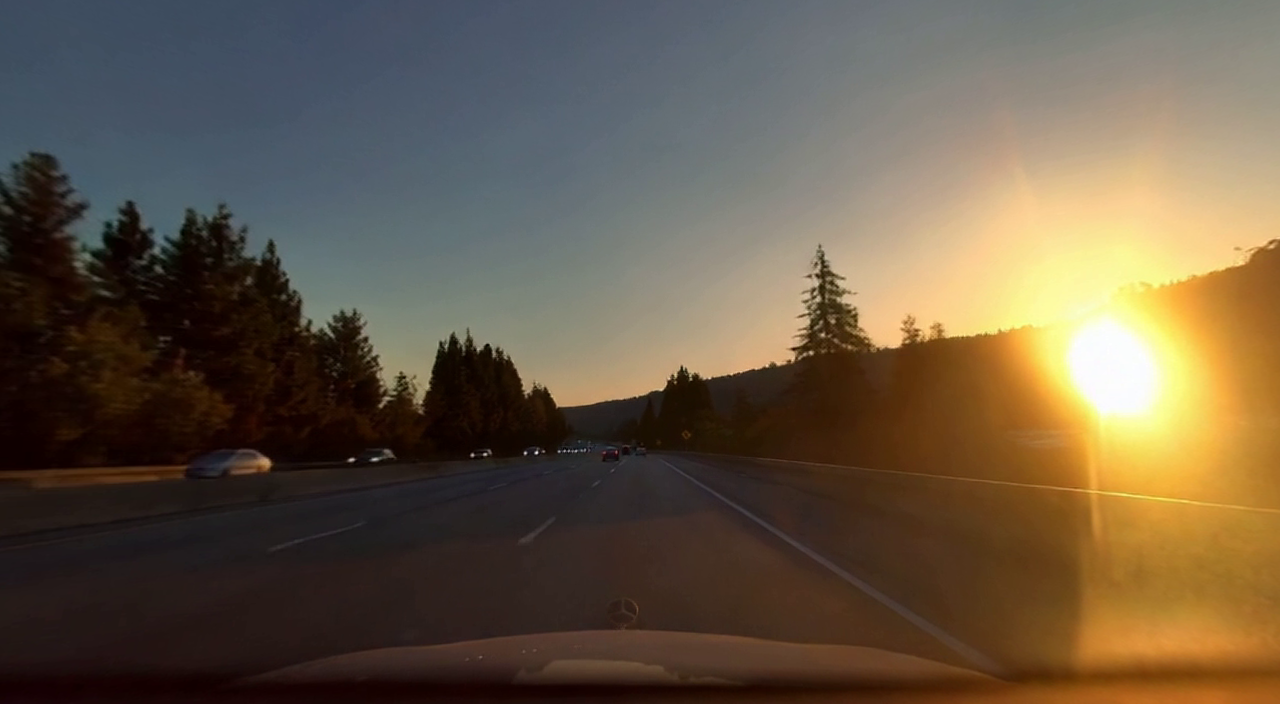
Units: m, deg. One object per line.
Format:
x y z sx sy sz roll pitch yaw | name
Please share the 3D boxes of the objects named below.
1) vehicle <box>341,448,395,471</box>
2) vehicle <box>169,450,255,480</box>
-19.113 7.570 44.301 1.888 1.540 4.204 0 -9 1 | vehicle
-22.763 6.018 33.498 1.878 1.477 3.769 0 -9 1 | vehicle
